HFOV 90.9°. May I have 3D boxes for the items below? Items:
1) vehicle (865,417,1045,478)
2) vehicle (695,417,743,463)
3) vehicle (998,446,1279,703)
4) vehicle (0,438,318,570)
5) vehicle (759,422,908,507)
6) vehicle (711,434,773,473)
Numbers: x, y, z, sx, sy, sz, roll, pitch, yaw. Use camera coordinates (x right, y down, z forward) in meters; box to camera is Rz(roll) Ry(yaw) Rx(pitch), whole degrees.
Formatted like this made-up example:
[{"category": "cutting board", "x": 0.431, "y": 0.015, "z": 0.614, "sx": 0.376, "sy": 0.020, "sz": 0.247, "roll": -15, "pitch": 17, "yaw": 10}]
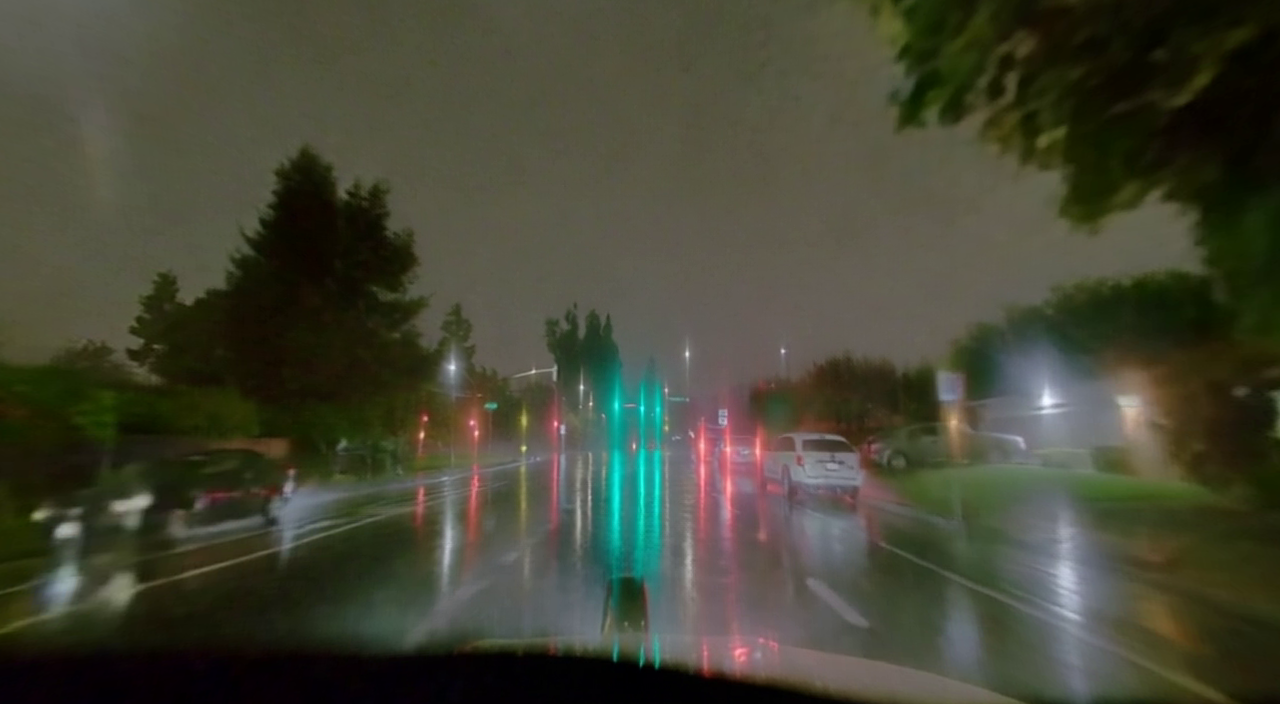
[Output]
[{"category": "vehicle", "x": 10.642, "y": 3.286, "z": 21.636, "sx": 4.938, "sy": 1.950, "sz": 2.155, "roll": 0, "pitch": -8, "yaw": 1}, {"category": "vehicle", "x": 5.089, "y": 5.776, "z": 41.298, "sx": 2.398, "sy": 2.806, "sz": 4.857, "roll": 0, "pitch": -8, "yaw": -1}, {"category": "vehicle", "x": 4.478, "y": 1.262, "z": 3.647, "sx": 2.070, "sy": 1.411, "sz": 4.635, "roll": 0, "pitch": -8, "yaw": 0}, {"category": "vehicle", "x": -7.134, "y": 2.091, "z": 9.552, "sx": 2.041, "sy": 1.489, "sz": 4.439, "roll": -1, "pitch": -8, "yaw": 2}, {"category": "vehicle", "x": 4.673, "y": 2.811, "z": 16.199, "sx": 2.279, "sy": 1.829, "sz": 4.859, "roll": 0, "pitch": -8, "yaw": 0}, {"category": "vehicle", "x": 4.852, "y": 4.899, "z": 30.694, "sx": 2.202, "sy": 1.712, "sz": 4.813, "roll": 0, "pitch": -8, "yaw": 0}]
